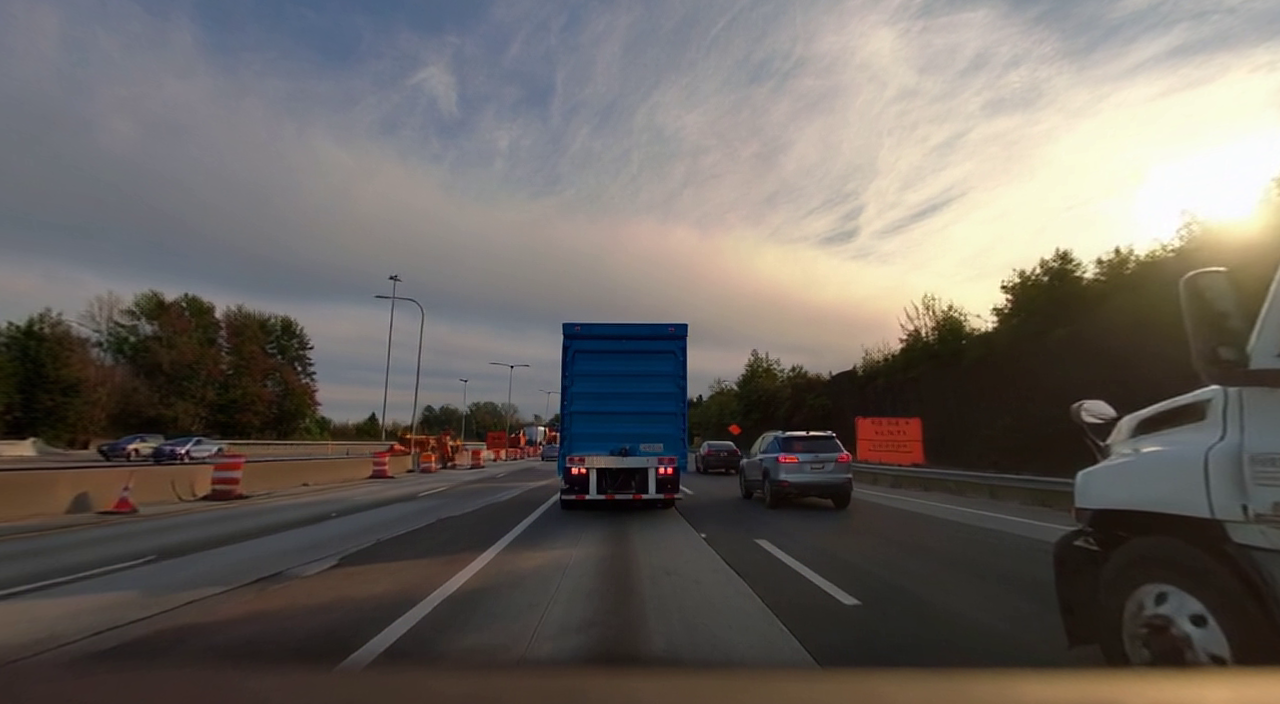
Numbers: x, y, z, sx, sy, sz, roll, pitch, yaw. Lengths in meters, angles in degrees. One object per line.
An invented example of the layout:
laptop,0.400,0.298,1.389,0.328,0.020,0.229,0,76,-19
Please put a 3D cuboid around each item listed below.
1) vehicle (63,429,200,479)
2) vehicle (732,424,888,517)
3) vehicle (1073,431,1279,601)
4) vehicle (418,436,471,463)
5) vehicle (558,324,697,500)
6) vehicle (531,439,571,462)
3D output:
vehicle,-21.529,4.301,26.727,4.632,1.852,2.033,0,-8,16
vehicle,3.479,2.531,13.849,2.103,1.713,4.173,1,-9,-3
vehicle,7.248,1.605,6.177,2.070,1.632,4.774,2,-9,-10
vehicle,-14.147,7.076,45.899,2.054,1.708,4.663,2,-8,4
vehicle,-0.443,2.085,19.221,3.067,3.940,10.154,1,-9,-2
vehicle,-6.003,6.693,42.935,2.014,1.477,4.595,0,-9,1
